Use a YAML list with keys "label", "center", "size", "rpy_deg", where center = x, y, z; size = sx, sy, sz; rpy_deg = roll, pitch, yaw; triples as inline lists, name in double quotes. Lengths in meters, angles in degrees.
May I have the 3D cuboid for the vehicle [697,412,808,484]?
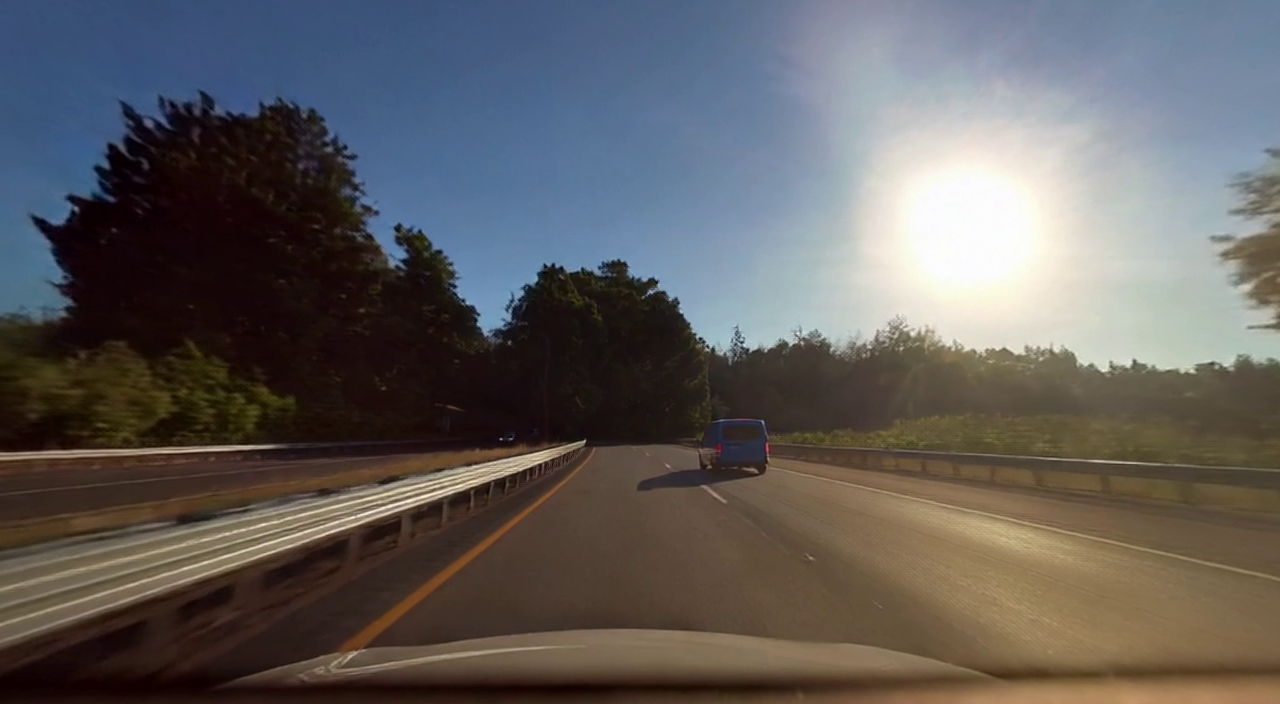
- label: "vehicle"
  center: [3.075, 2.754, 18.392]
  size: [2.240, 1.801, 4.545]
  rpy_deg: [0, -8, -2]
